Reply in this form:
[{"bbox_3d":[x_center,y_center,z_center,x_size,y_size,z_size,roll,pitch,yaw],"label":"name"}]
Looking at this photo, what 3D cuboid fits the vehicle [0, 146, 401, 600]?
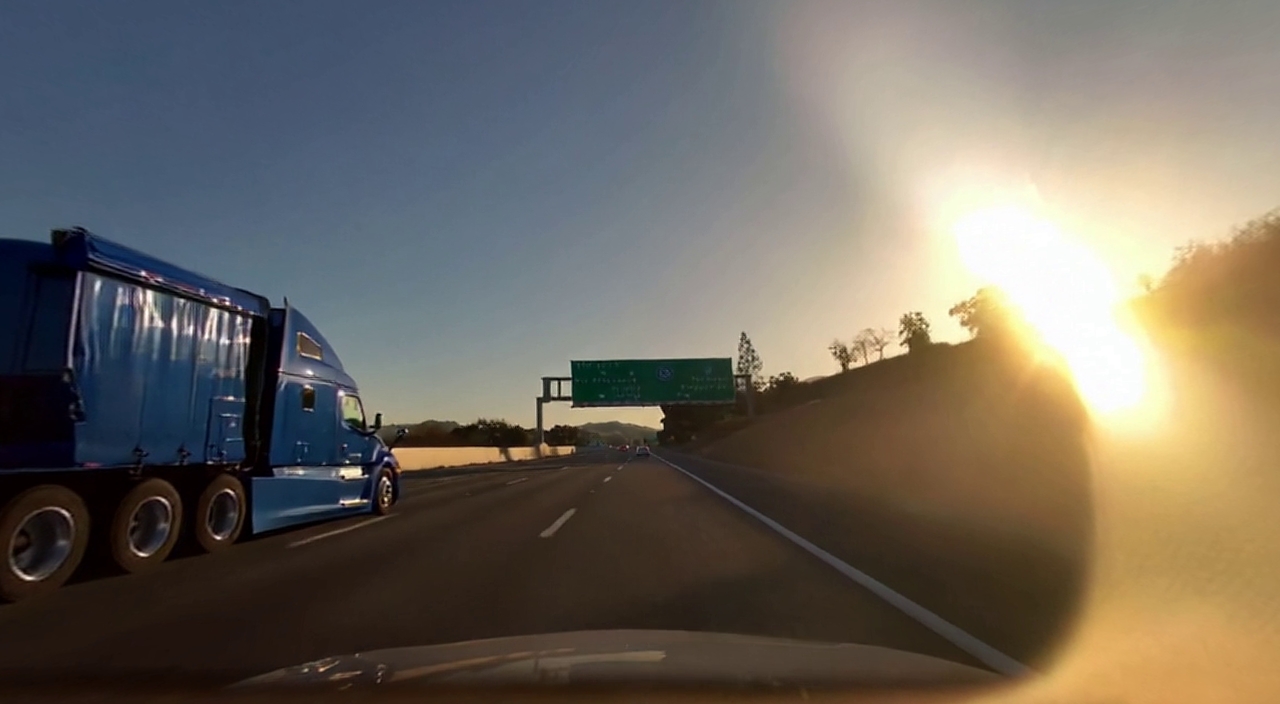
[{"bbox_3d":[-6.982,0.781,9.557,2.996,3.947,8.600,0,-9,2],"label":"vehicle"}]
